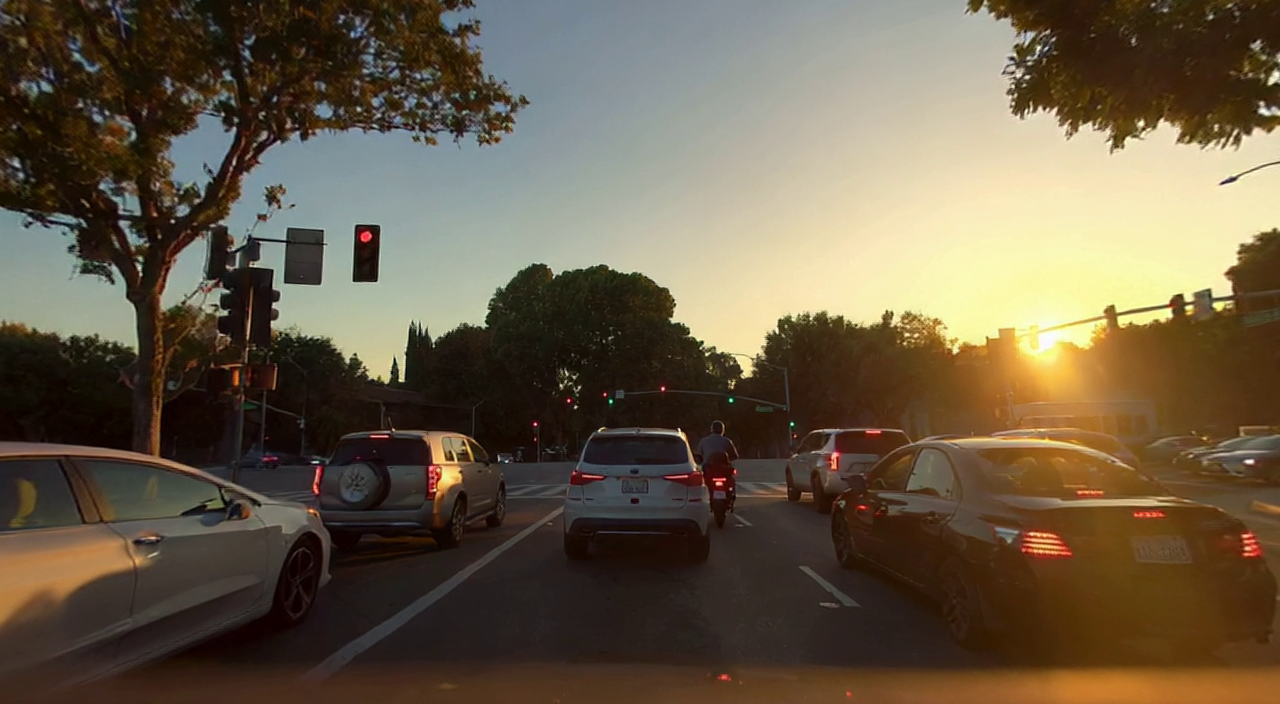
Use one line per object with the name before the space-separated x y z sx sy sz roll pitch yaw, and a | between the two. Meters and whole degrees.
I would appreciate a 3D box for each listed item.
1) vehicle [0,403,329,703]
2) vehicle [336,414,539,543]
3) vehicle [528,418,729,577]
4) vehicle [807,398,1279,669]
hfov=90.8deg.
vehicle | -3.343 0.945 2.367 1.863 1.495 4.667 0 -8 2
vehicle | -3.216 2.109 11.168 2.048 1.805 4.405 0 -8 1
vehicle | -0.085 1.804 8.557 2.106 1.655 3.717 0 -8 1
vehicle | 3.239 1.446 6.195 2.006 1.659 4.462 0 -8 1
